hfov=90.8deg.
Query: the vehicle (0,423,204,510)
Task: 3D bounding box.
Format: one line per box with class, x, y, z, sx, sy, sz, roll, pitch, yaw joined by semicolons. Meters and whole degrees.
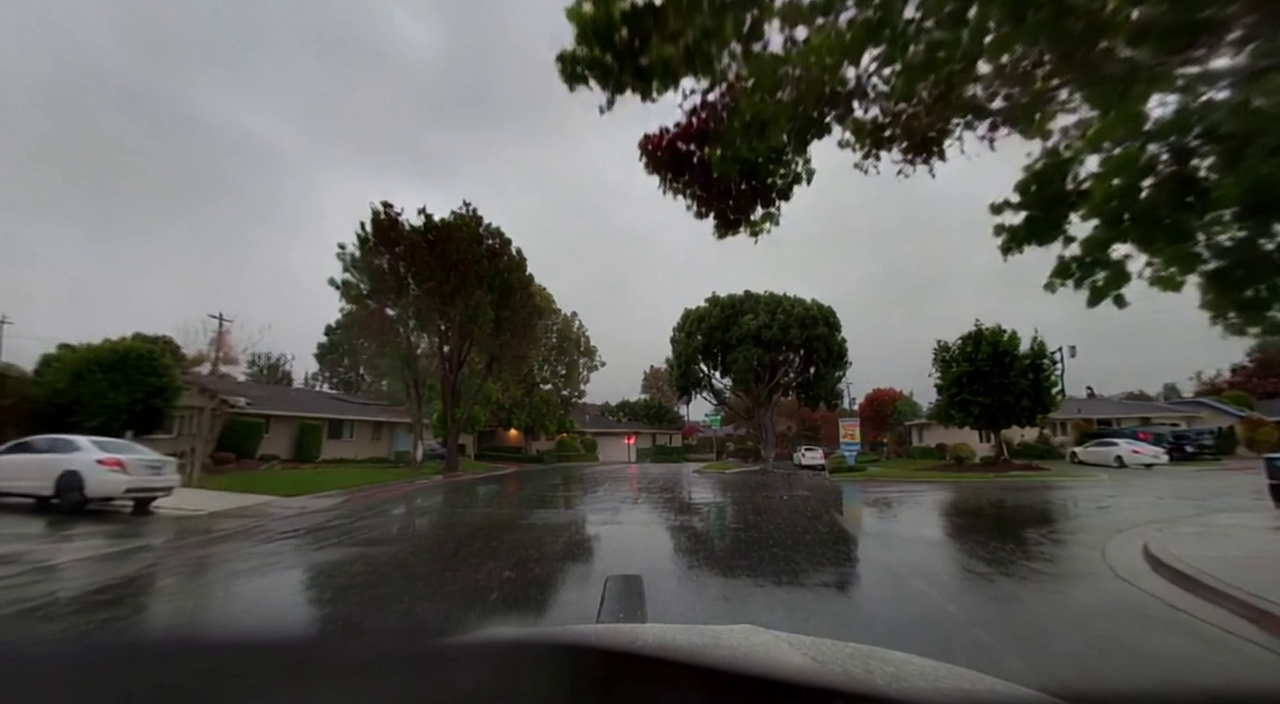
vehicle;-12.703;2.431;13.782;4.790;1.627;2.112;1;-5;-1
